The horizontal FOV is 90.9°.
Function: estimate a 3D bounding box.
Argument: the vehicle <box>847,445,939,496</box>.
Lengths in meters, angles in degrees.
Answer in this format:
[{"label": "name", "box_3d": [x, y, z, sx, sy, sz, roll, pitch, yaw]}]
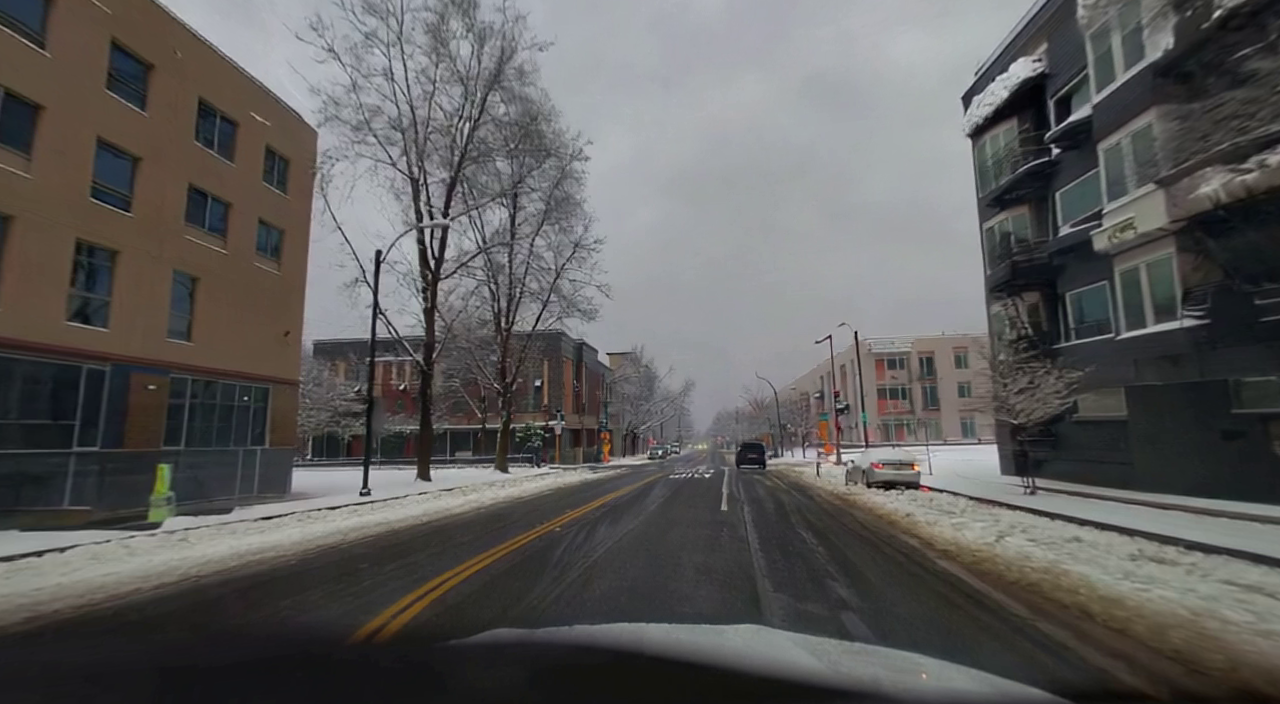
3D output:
[{"label": "vehicle", "box_3d": [8.248, 3.836, 20.942, 1.759, 1.488, 4.124, -1, -8, 6]}]

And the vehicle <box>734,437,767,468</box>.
[{"label": "vehicle", "box_3d": [7.344, 6.671, 42.221, 1.971, 1.919, 4.748, -1, -8, 8]}]
